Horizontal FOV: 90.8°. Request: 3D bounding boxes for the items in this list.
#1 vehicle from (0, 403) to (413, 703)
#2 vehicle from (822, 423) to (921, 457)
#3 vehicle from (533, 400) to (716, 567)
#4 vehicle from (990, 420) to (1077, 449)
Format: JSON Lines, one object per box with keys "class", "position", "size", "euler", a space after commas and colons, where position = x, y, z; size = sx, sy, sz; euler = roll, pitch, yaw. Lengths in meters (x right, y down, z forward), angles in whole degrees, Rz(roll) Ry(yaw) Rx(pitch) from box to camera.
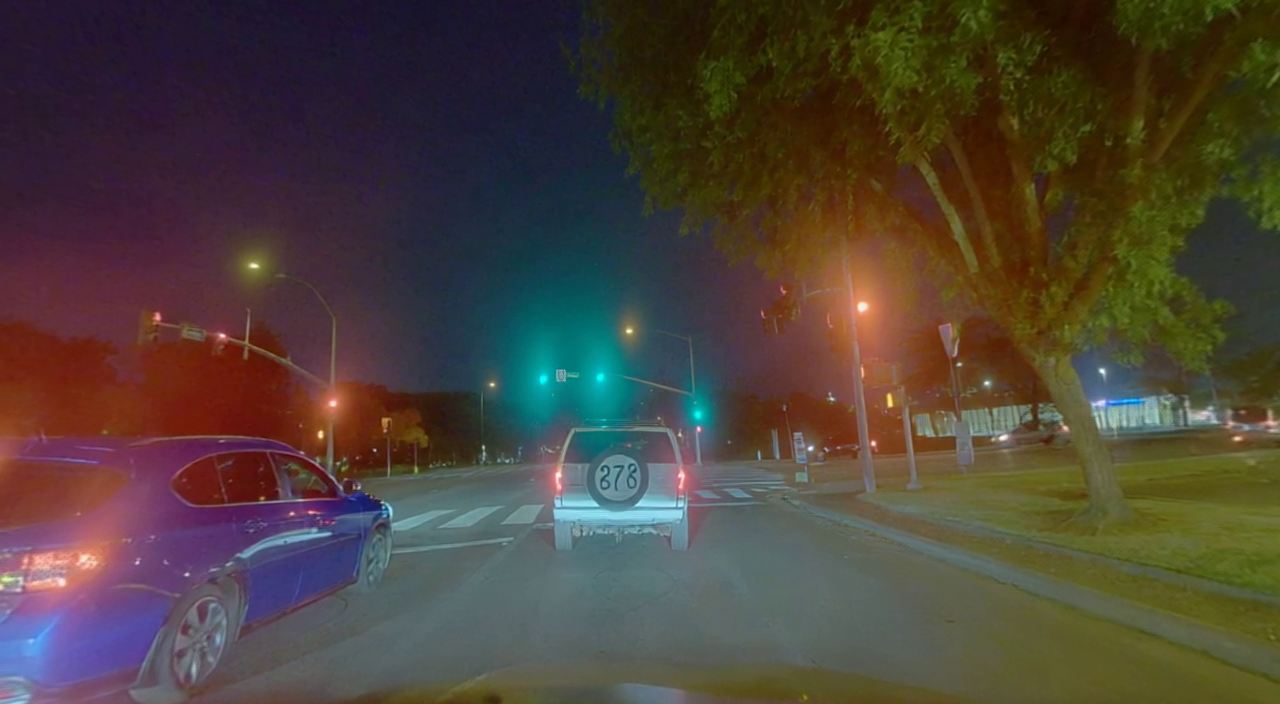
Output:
{"class": "vehicle", "position": [-3.380, 1.266, 4.553], "size": [2.011, 1.527, 4.008], "euler": [0, -8, -1]}
{"class": "vehicle", "position": [12.829, 4.899, 35.102], "size": [4.872, 1.806, 2.107], "euler": [3, -9, -19]}
{"class": "vehicle", "position": [-0.181, 1.799, 9.358], "size": [2.059, 1.877, 4.249], "euler": [0, -8, 0]}
{"class": "vehicle", "position": [21.959, 4.645, 35.267], "size": [3.830, 1.545, 2.006], "euler": [3, -9, -19]}
